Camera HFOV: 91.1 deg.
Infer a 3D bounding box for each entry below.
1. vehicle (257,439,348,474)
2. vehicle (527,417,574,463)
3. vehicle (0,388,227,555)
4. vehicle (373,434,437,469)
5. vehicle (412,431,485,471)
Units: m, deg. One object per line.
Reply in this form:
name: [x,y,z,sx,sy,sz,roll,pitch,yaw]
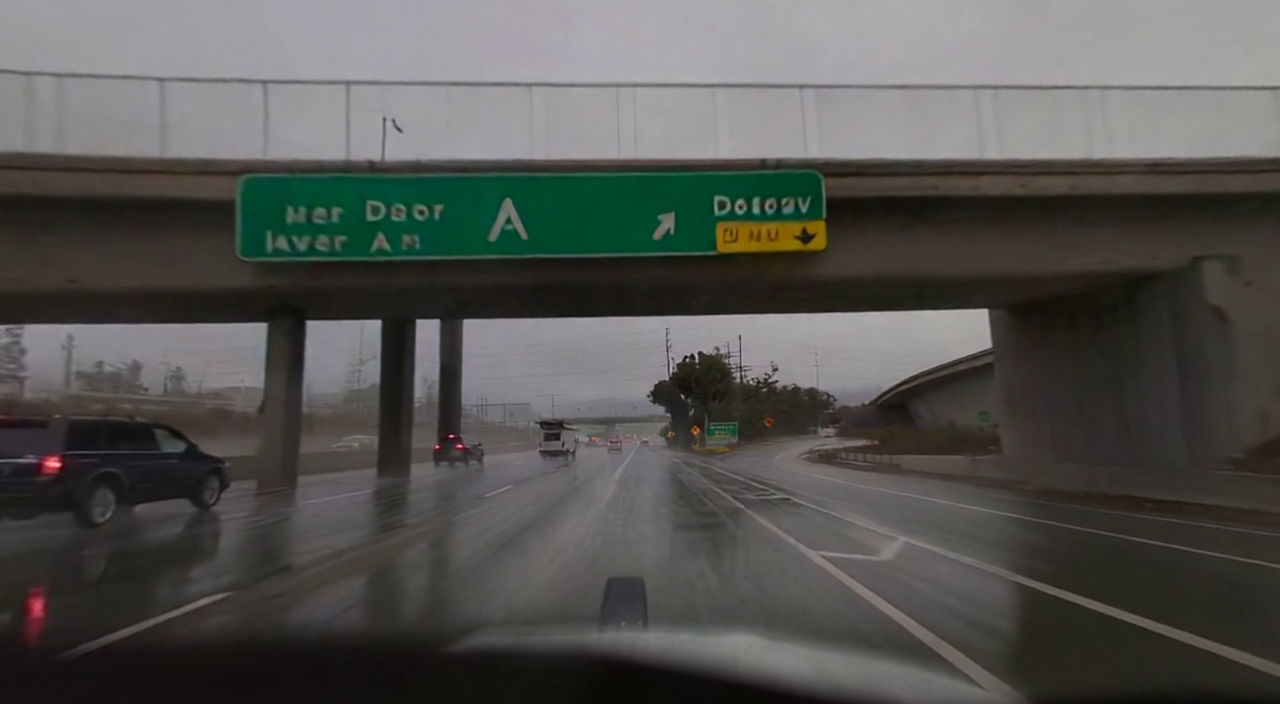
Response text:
vehicle: [-15.846,4.921,29.762,1.863,1.499,4.455,0,-8,-1]
vehicle: [-5.951,5.980,42.602,2.301,2.843,6.458,0,-8,-1]
vehicle: [-8.665,1.663,9.124,2.179,1.948,4.618,0,-8,-1]
vehicle: [-12.634,5.360,34.019,1.900,1.726,4.236,0,-8,-2]
vehicle: [-9.209,4.805,30.611,2.109,1.784,4.709,0,-8,-1]
